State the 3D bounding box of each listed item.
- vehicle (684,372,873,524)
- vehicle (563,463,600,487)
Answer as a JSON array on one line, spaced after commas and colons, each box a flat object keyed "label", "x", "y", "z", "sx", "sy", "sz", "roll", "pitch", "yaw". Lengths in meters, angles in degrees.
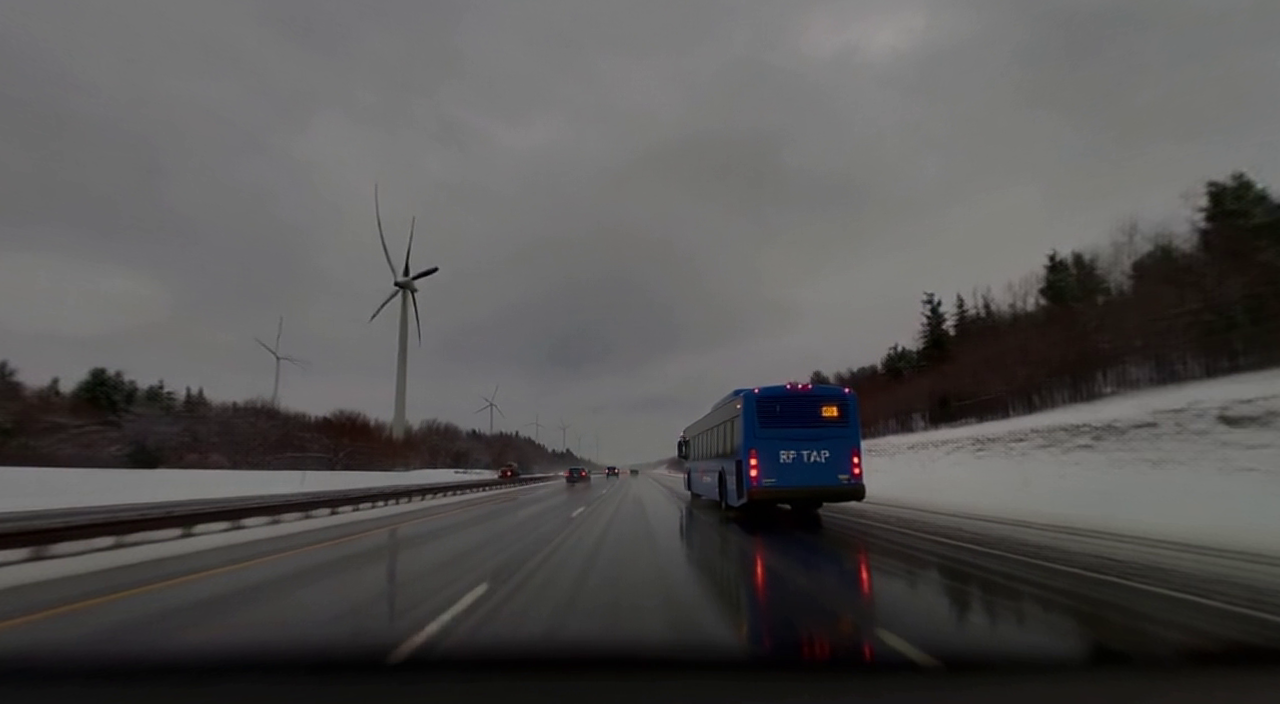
[{"label": "vehicle", "x": 3.785, "y": 3.591, "z": 22.256, "sx": 2.941, "sy": 3.574, "sz": 14.463, "roll": 1, "pitch": -10, "yaw": -2}, {"label": "vehicle", "x": -4.035, "y": 8.633, "z": 44.251, "sx": 2.213, "sy": 1.568, "sz": 4.274, "roll": 1, "pitch": -10, "yaw": -1}]
